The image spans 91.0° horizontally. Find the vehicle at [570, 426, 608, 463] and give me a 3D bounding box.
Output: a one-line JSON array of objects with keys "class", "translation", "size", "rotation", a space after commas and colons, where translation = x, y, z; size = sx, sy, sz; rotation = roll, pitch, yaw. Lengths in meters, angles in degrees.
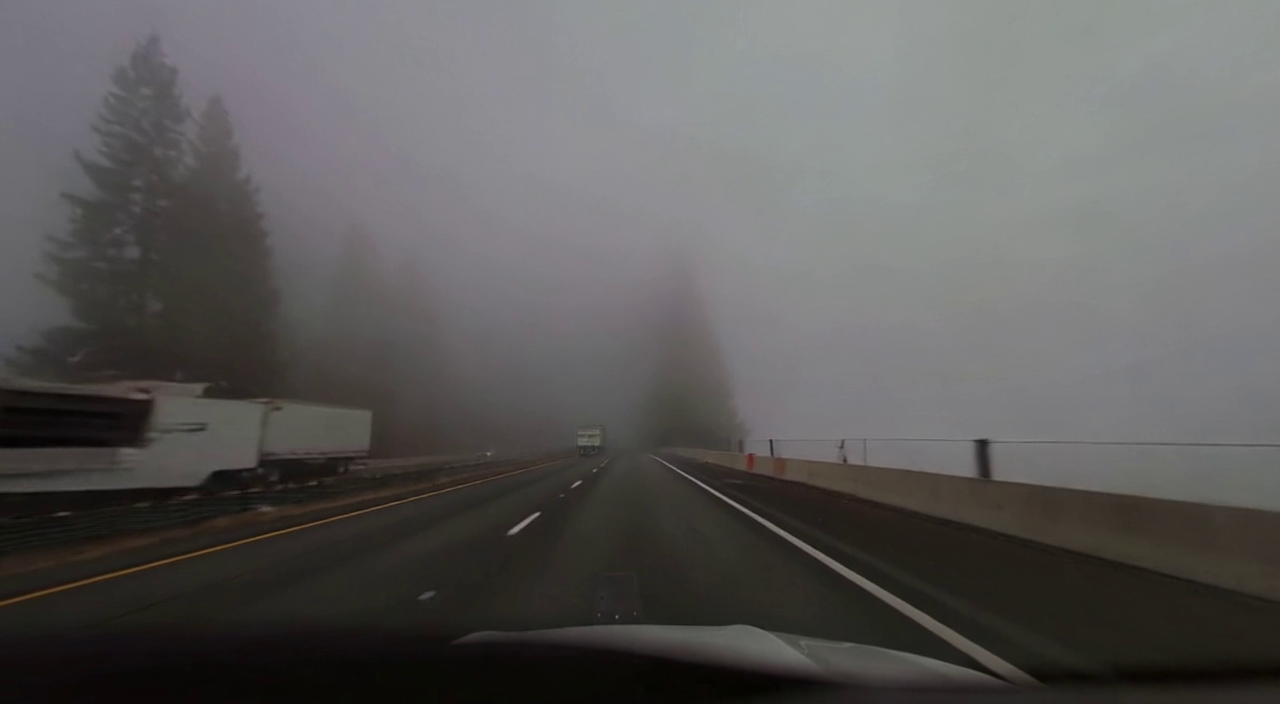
[{"class": "vehicle", "translation": [-3.810, 7.030, 47.860], "size": [2.484, 2.625, 5.907], "rotation": [0, -8, -1]}]
